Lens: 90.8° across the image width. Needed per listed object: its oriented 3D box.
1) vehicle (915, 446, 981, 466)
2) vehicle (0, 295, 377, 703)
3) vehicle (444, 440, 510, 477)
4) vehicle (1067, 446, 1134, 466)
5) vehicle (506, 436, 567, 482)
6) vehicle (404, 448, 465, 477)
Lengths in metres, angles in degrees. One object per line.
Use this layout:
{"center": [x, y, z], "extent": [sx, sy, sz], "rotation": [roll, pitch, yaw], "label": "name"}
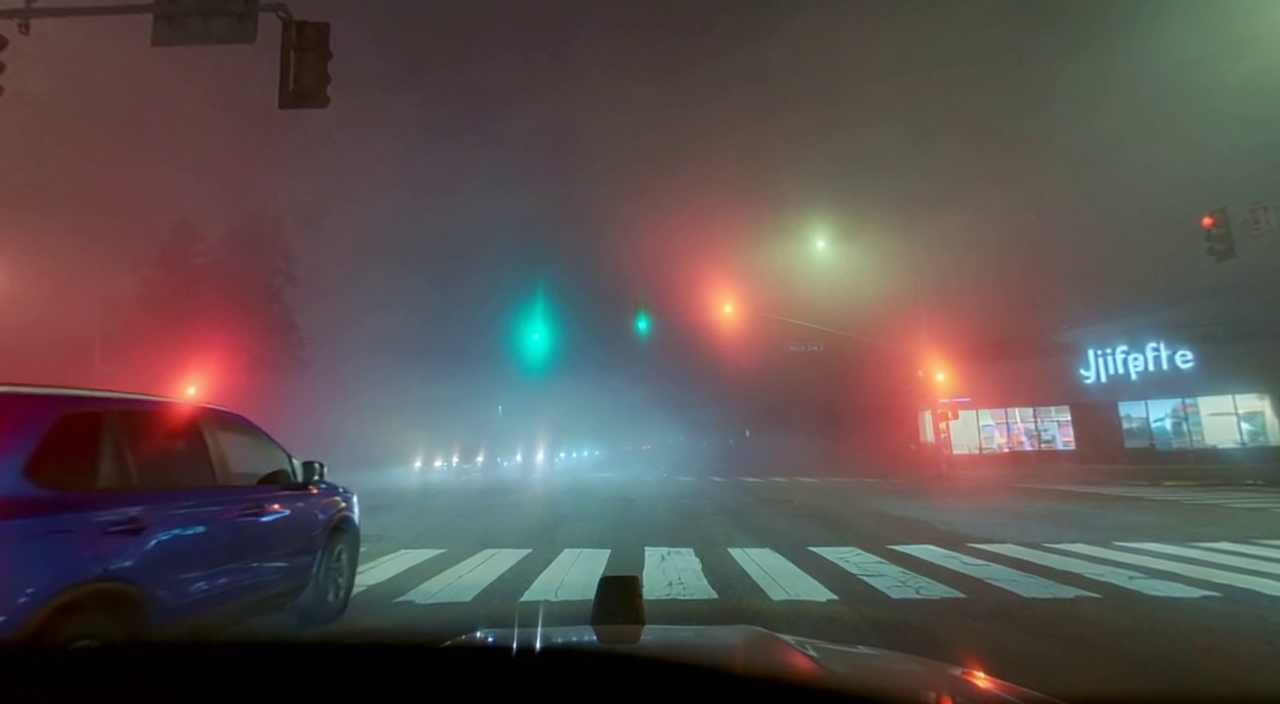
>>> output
{"center": [23.937, 8.092, 49.195], "extent": [4.135, 1.417, 1.851], "rotation": [-2, -9, 2], "label": "vehicle"}
{"center": [-3.722, 1.011, 4.090], "extent": [2.313, 1.883, 5.016], "rotation": [1, -9, -6], "label": "vehicle"}
{"center": [-8.415, 5.532, 33.156], "extent": [2.273, 1.791, 4.809], "rotation": [0, -8, -1], "label": "vehicle"}
{"center": [34.561, 7.816, 47.461], "extent": [3.740, 1.433, 1.646], "rotation": [0, -8, -1], "label": "vehicle"}
{"center": [-4.559, 4.641, 27.783], "extent": [2.384, 1.787, 5.038], "rotation": [1, -9, -10], "label": "vehicle"}
{"center": [-11.318, 6.076, 35.119], "extent": [2.003, 1.476, 4.082], "rotation": [0, -8, 1], "label": "vehicle"}
